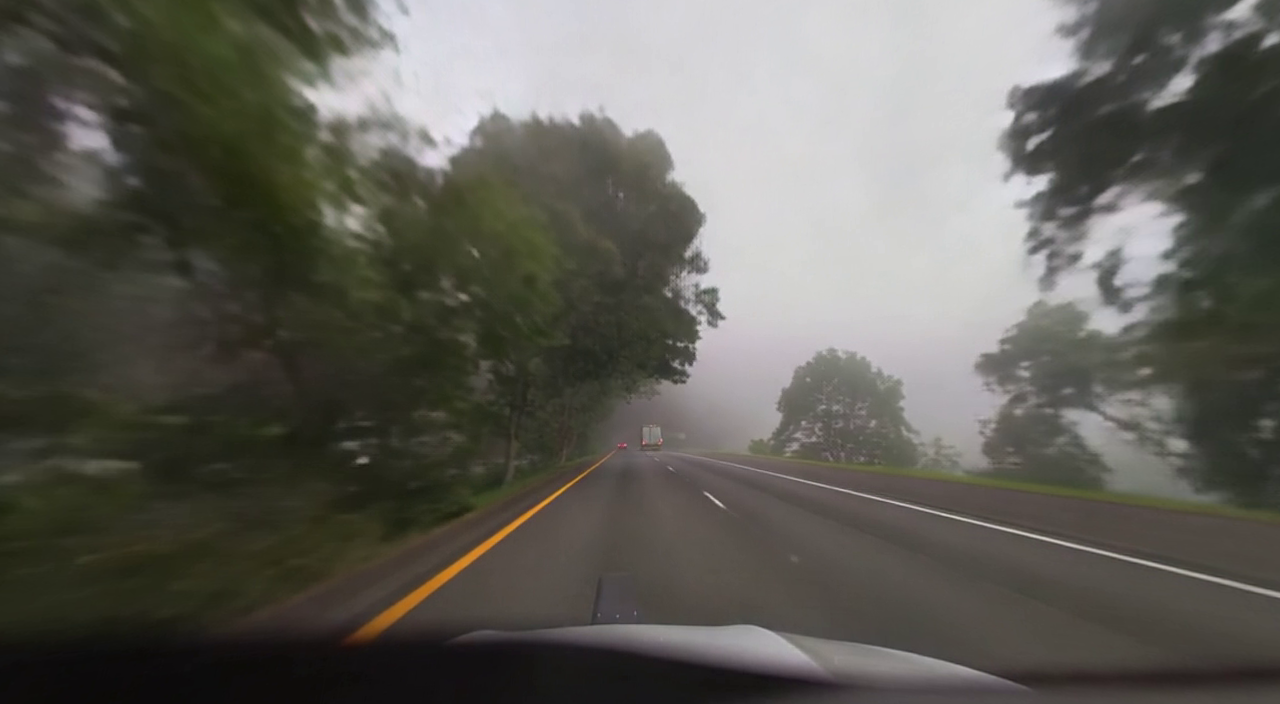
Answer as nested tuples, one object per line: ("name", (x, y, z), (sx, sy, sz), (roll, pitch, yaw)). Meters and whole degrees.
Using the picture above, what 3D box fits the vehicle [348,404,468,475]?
("vehicle", (-14.148, 5.576, 40.146), (2.908, 3.776, 13.054), (0, -8, -1))

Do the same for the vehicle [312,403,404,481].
("vehicle", (-14.008, 4.479, 31.578), (2.988, 3.641, 3.403), (0, -8, -1))
